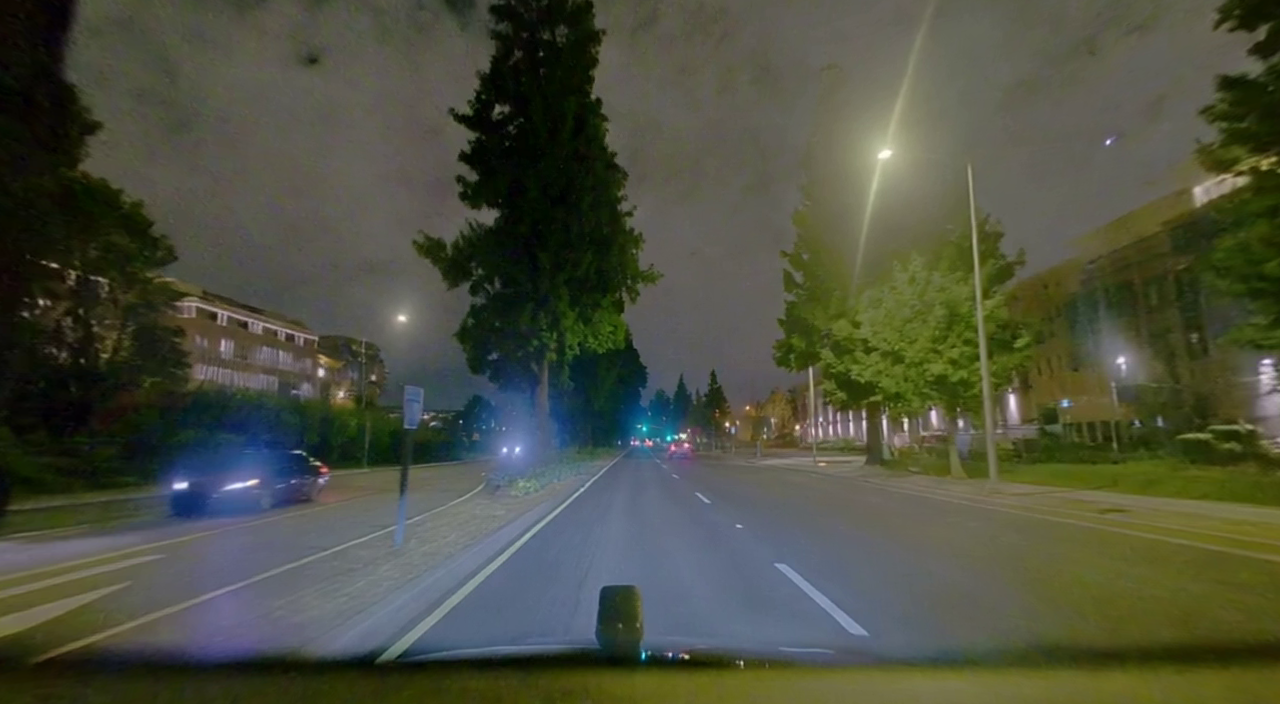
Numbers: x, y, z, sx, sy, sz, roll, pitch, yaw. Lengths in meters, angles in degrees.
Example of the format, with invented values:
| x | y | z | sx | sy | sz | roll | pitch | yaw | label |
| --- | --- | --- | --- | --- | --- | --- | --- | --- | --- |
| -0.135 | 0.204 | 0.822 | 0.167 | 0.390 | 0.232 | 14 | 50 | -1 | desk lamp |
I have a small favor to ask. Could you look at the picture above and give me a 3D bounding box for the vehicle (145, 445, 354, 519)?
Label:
| x | y | z | sx | sy | sz | roll | pitch | yaw | label |
| --- | --- | --- | --- | --- | --- | --- | --- | --- | --- |
| -8.772 | 2.919 | 14.816 | 1.882 | 1.437 | 4.672 | 0 | -8 | 0 | vehicle |
